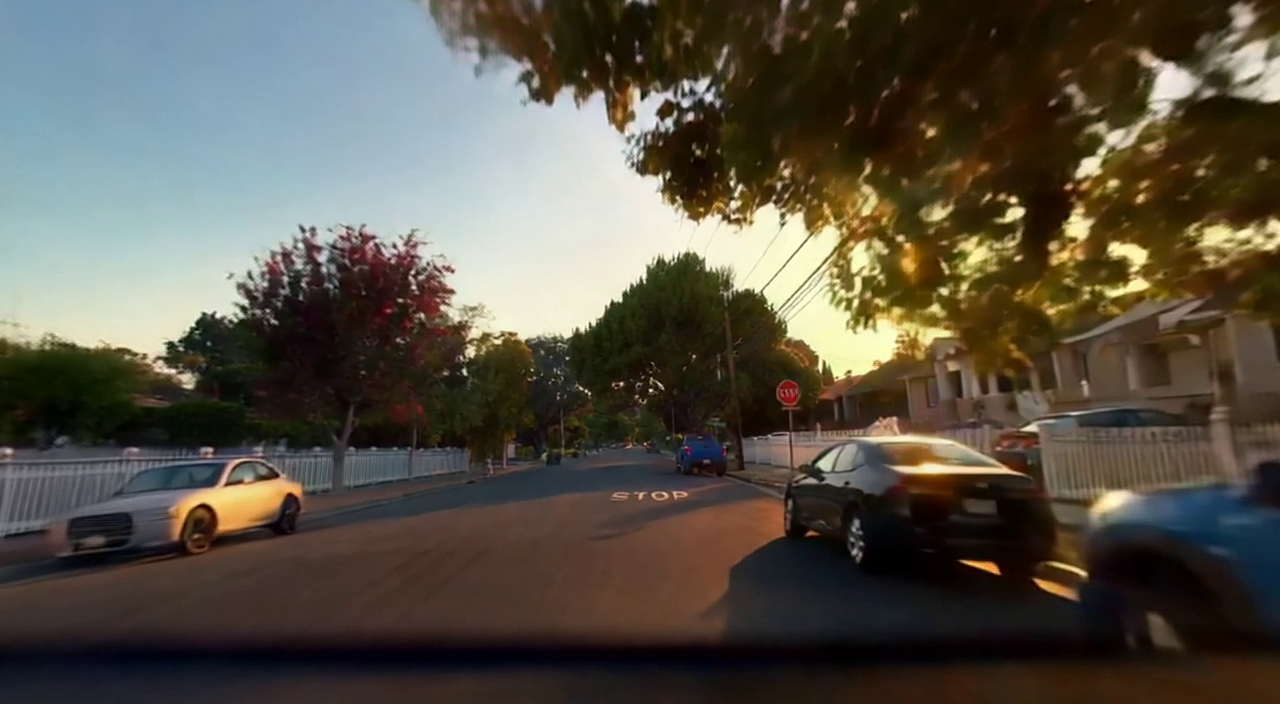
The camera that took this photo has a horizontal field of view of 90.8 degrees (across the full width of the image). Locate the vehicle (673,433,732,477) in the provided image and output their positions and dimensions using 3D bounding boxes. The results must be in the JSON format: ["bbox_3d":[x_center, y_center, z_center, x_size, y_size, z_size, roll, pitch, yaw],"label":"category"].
[{"bbox_3d":[2.730,4.636,28.651,2.126,1.795,4.751,0,-9,-1],"label":"vehicle"}]

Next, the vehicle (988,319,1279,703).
[{"bbox_3d":[3.210,0.654,1.481,2.080,1.706,4.449,0,-9,-2],"label":"vehicle"}]

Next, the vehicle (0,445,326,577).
[{"bbox_3d":[-7.168,2.322,10.117,2.125,1.623,4.207,0,-9,-1],"label":"vehicle"}]

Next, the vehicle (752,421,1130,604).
[{"bbox_3d":[2.945,1.683,7.622,2.185,1.513,4.524,0,-9,-2],"label":"vehicle"}]
